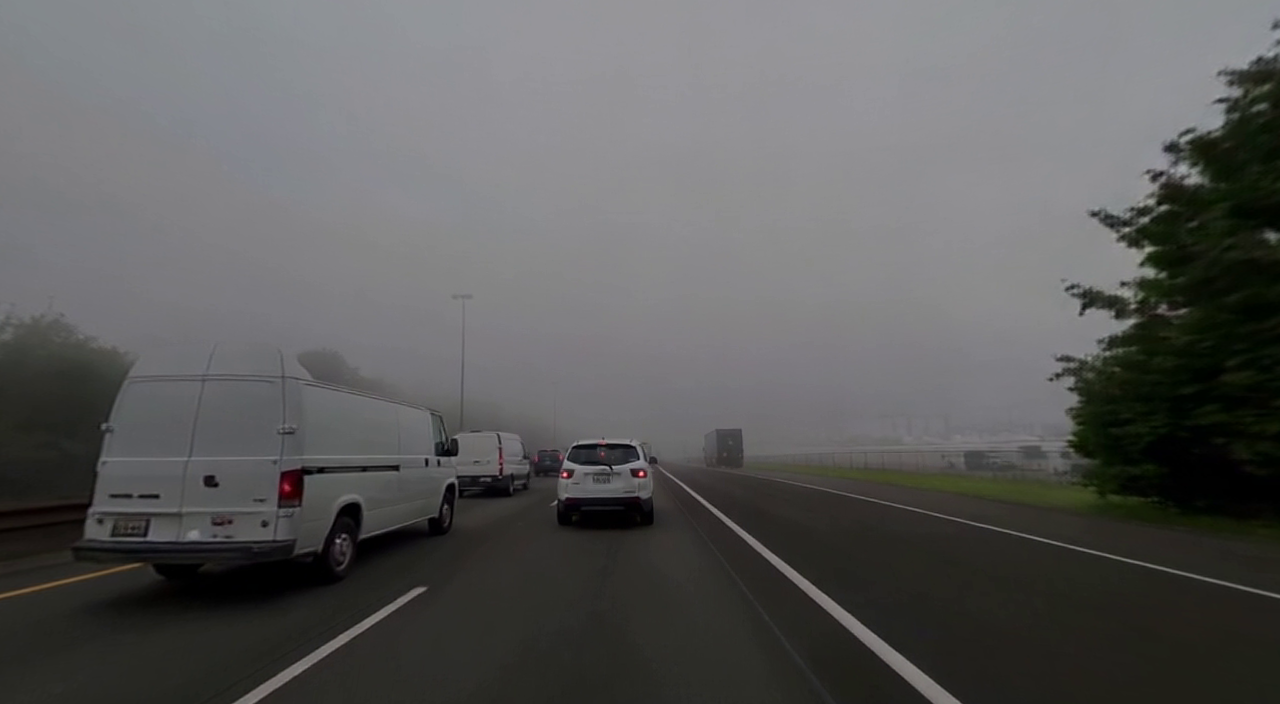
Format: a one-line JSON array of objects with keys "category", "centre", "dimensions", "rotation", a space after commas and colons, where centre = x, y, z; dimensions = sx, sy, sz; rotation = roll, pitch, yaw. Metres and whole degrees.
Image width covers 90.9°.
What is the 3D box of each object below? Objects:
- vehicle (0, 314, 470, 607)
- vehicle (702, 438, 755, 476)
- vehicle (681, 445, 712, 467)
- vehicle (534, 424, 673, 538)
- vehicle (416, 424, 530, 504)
[{"category": "vehicle", "centre": [-4.553, 1.470, 9.128], "dimensions": [2.248, 2.626, 6.837], "rotation": [0, -9, 0]}, {"category": "vehicle", "centre": [4.370, 5.283, 31.782], "dimensions": [2.003, 1.754, 4.134], "rotation": [0, -9, 0]}, {"category": "vehicle", "centre": [4.204, 7.803, 47.426], "dimensions": [1.874, 1.512, 3.723], "rotation": [0, -9, -1]}, {"category": "vehicle", "centre": [-0.573, 2.243, 11.480], "dimensions": [2.093, 1.695, 3.782], "rotation": [0, -9, -1]}, {"category": "vehicle", "centre": [-4.574, 3.146, 18.040], "dimensions": [2.043, 1.987, 4.486], "rotation": [0, -9, 0]}]
